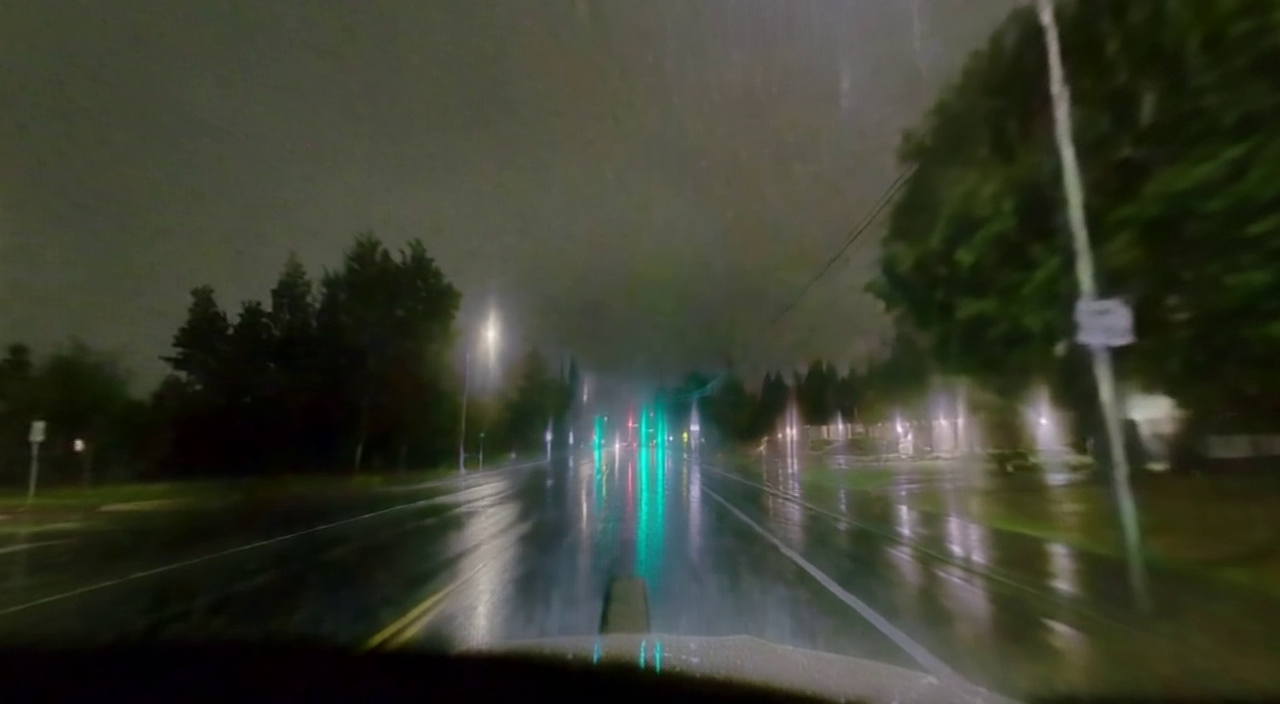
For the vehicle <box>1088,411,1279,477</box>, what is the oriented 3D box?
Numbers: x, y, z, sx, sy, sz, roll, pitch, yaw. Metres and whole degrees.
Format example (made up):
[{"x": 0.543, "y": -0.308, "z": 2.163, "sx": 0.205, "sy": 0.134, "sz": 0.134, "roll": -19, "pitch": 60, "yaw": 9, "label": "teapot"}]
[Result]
[{"x": 18.177, "y": 3.022, "z": 20.738, "sx": 4.978, "sy": 1.991, "sz": 2.234, "roll": -1, "pitch": -8, "yaw": 3, "label": "vehicle"}]
